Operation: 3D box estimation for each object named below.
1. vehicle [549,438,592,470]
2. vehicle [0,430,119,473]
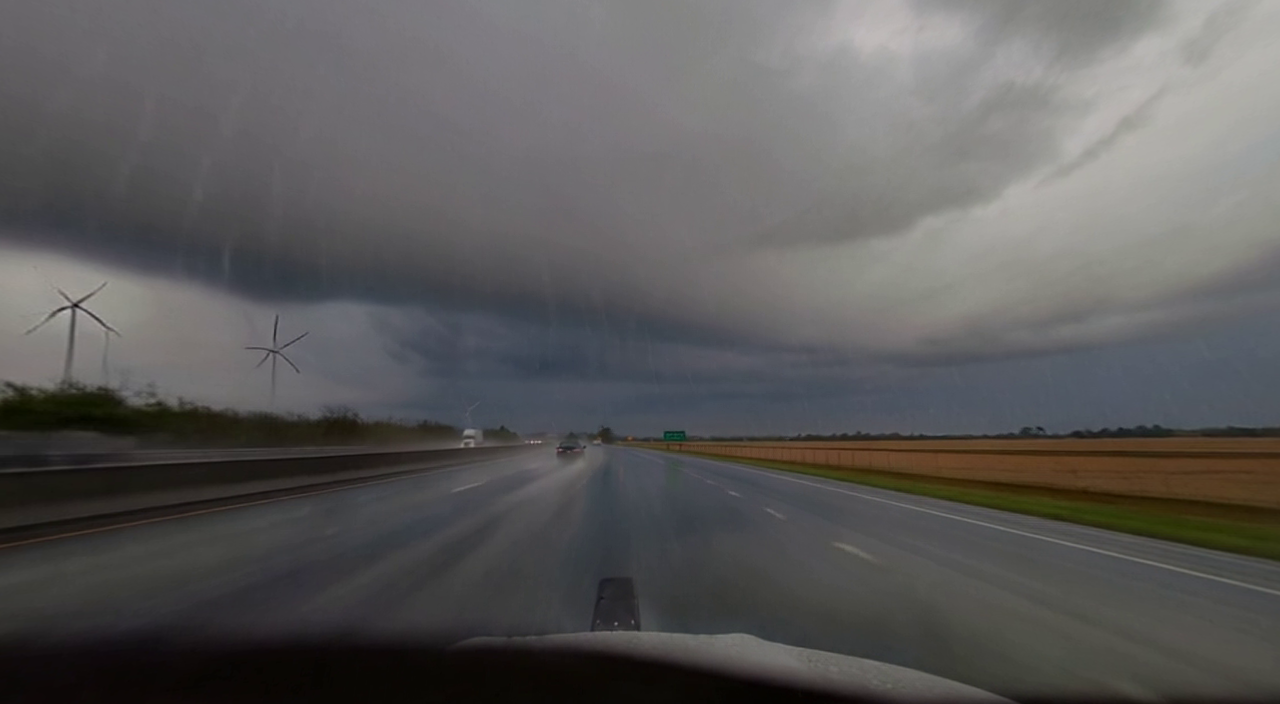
[{"bbox_3d":[-3.664,5.452,33.964,2.053,1.549,4.097,0,-8,-3],"label":"vehicle"},{"bbox_3d":[-23.198,3.849,24.585,1.941,1.483,4.526,0,-8,-2],"label":"vehicle"}]
